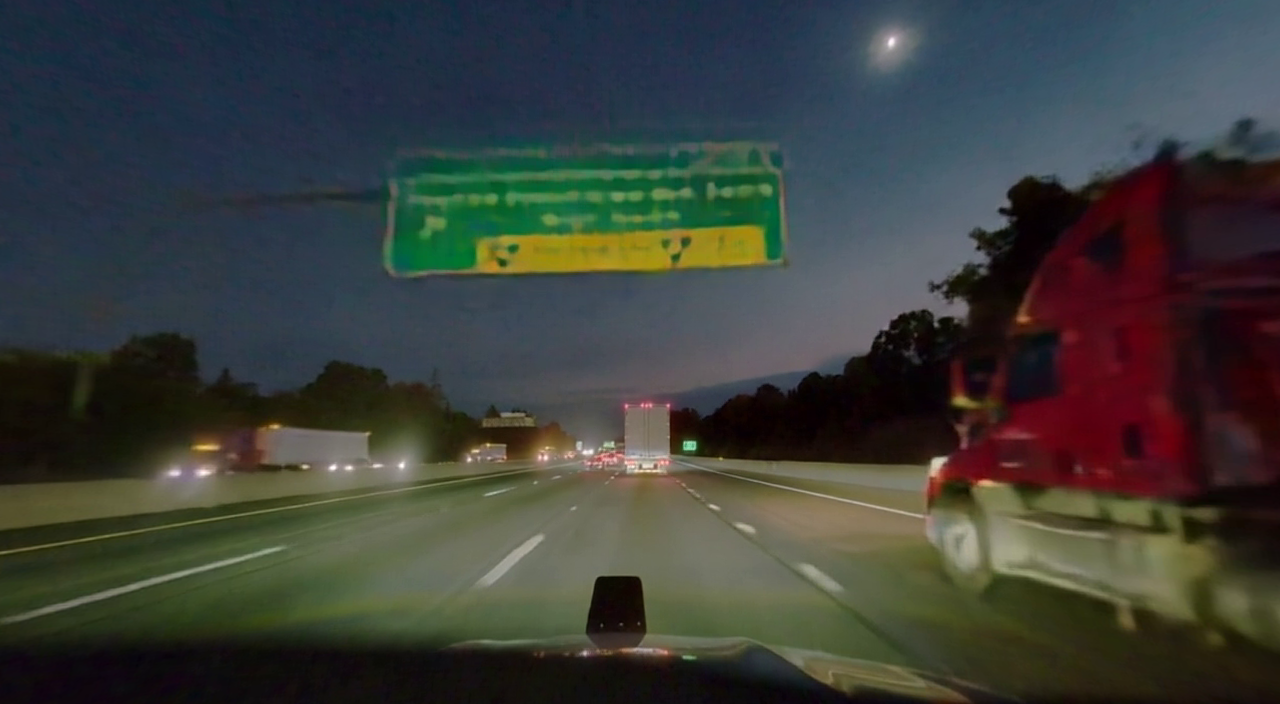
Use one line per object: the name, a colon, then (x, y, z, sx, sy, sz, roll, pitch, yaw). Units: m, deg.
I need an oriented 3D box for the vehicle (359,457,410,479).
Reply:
vehicle: (-18.500, 8.416, 45.837, 1.810, 1.486, 4.269, 0, -9, 1)

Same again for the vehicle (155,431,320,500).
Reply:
vehicle: (-18.310, 5.216, 29.429, 2.845, 2.784, 7.224, 0, -9, 1)

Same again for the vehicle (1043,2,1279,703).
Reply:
vehicle: (4.633, -0.285, 0.646, 2.874, 3.635, 8.115, 0, -9, -1)

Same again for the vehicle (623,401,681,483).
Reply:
vehicle: (0.476, 5.470, 37.670, 2.875, 4.056, 12.312, 0, -9, -1)

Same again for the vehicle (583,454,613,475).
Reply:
vehicle: (-3.271, 8.835, 49.582, 2.061, 1.555, 3.900, 0, -9, 0)
